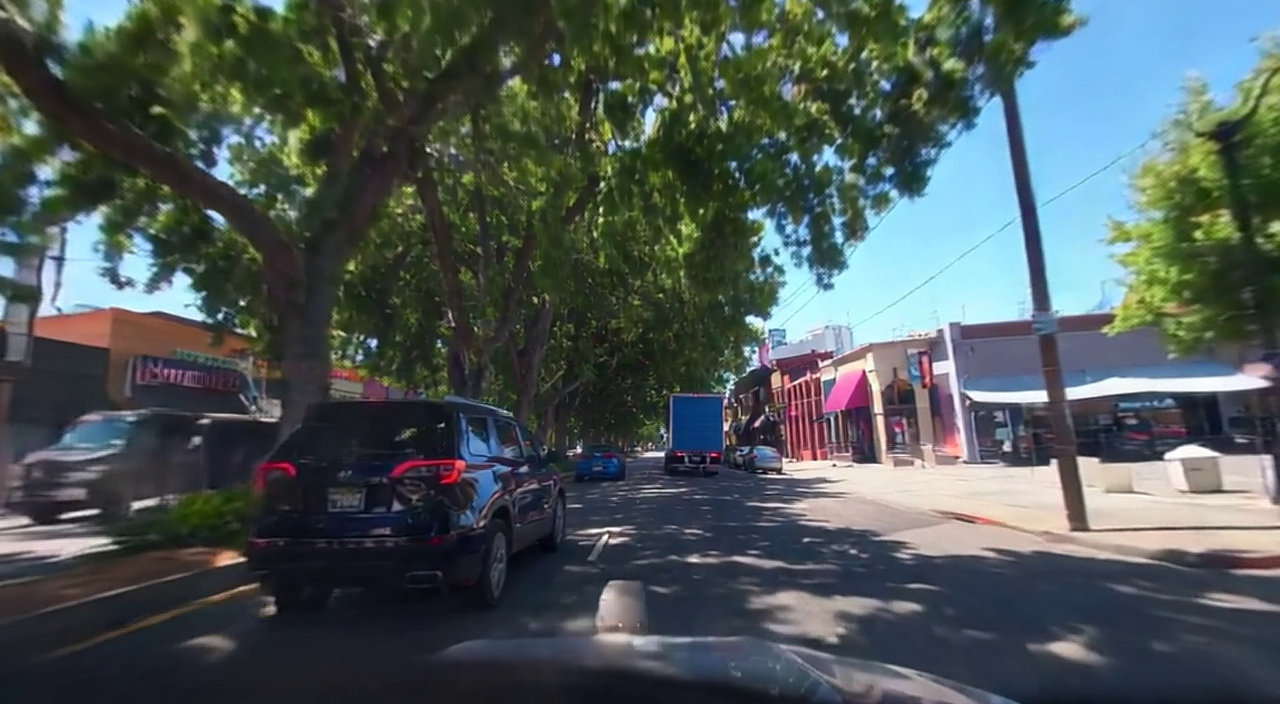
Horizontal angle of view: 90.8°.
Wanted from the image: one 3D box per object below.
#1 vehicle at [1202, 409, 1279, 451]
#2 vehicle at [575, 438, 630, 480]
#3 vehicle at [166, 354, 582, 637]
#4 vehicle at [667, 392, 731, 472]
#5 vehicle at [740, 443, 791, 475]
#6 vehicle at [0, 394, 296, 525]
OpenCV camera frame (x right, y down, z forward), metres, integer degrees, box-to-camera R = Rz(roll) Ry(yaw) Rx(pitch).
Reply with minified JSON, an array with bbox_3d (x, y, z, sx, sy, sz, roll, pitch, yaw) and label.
[{"bbox_3d":[29.921,3.750,30.090,2.007,1.869,4.771,-1,-8,3],"label":"vehicle"},{"bbox_3d":[-1.556,4.677,27.897,2.040,1.711,4.475,0,-8,2],"label":"vehicle"},{"bbox_3d":[-2.183,1.392,7.107,2.293,2.036,4.853,-1,-9,4],"label":"vehicle"},{"bbox_3d":[3.398,5.183,39.943,3.007,4.206,12.913,0,-8,1],"label":"vehicle"},{"bbox_3d":[6.409,5.525,32.771,1.929,1.522,4.158,0,-8,2],"label":"vehicle"},{"bbox_3d":[-13.416,3.018,18.255,2.656,2.997,7.079,-1,-8,3],"label":"vehicle"}]
